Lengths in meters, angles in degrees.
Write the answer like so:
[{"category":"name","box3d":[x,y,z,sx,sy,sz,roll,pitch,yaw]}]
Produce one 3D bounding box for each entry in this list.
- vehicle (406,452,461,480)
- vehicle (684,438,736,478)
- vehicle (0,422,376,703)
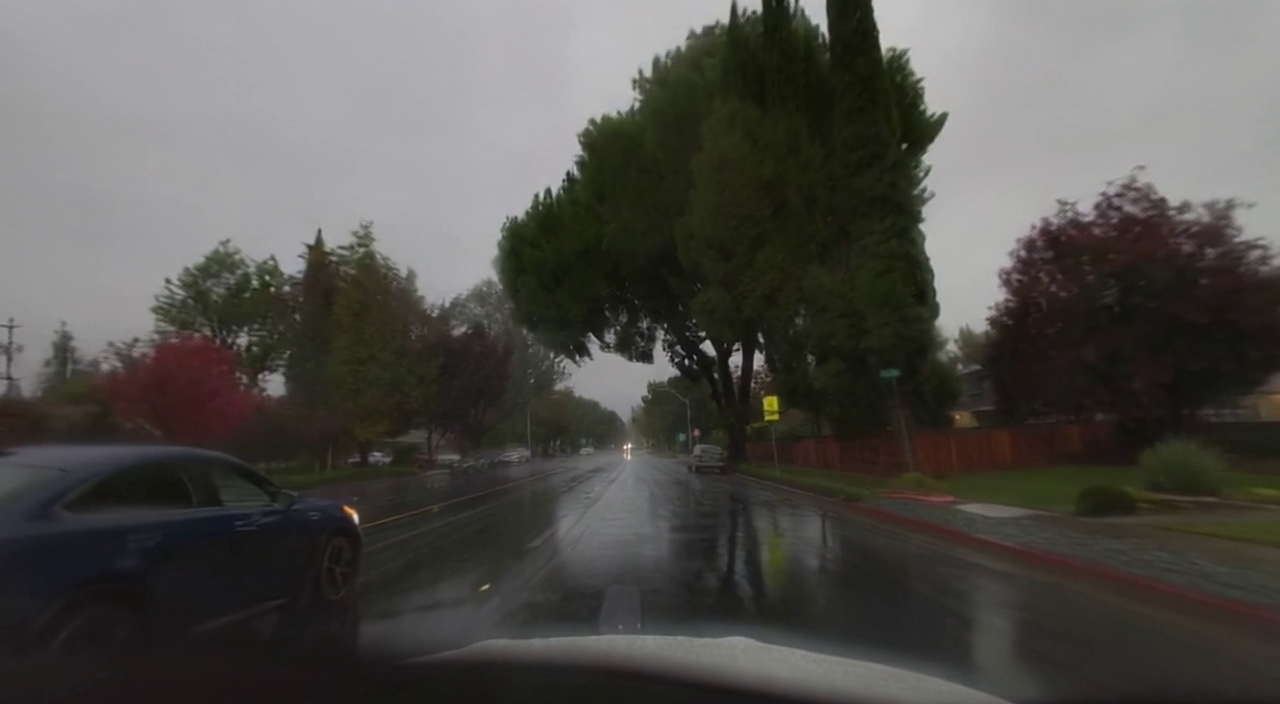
[{"category":"vehicle","box3d":[-13.843,7.634,42.657,2.042,1.670,4.702,-1,-8,1]},{"category":"vehicle","box3d":[3.575,5.511,33.155,2.130,1.873,4.886,0,-8,0]},{"category":"vehicle","box3d":[-3.440,1.170,3.506,1.969,1.459,4.619,0,-8,0]}]
